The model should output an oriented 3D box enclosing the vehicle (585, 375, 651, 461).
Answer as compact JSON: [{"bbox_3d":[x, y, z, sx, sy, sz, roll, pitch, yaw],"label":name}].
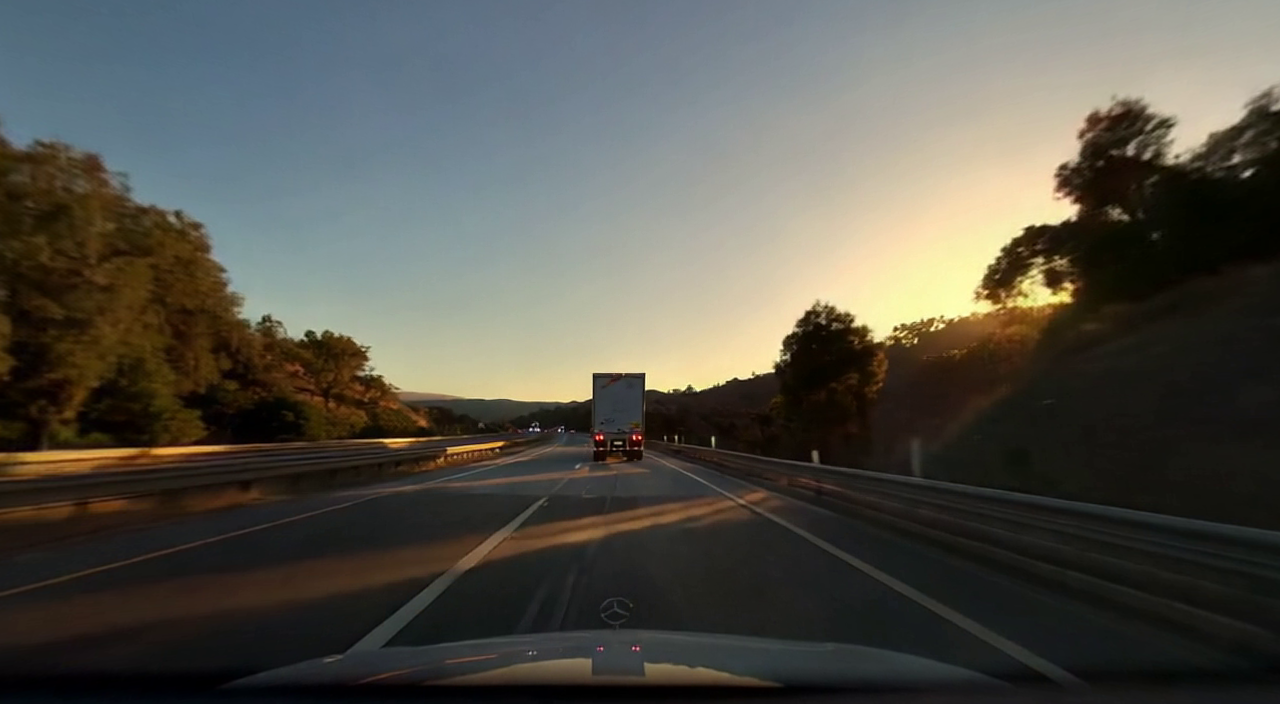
[{"bbox_3d":[-1.261,3.747,34.258,3.023,3.965,10.402,0,-8,-3],"label":"vehicle"}]
